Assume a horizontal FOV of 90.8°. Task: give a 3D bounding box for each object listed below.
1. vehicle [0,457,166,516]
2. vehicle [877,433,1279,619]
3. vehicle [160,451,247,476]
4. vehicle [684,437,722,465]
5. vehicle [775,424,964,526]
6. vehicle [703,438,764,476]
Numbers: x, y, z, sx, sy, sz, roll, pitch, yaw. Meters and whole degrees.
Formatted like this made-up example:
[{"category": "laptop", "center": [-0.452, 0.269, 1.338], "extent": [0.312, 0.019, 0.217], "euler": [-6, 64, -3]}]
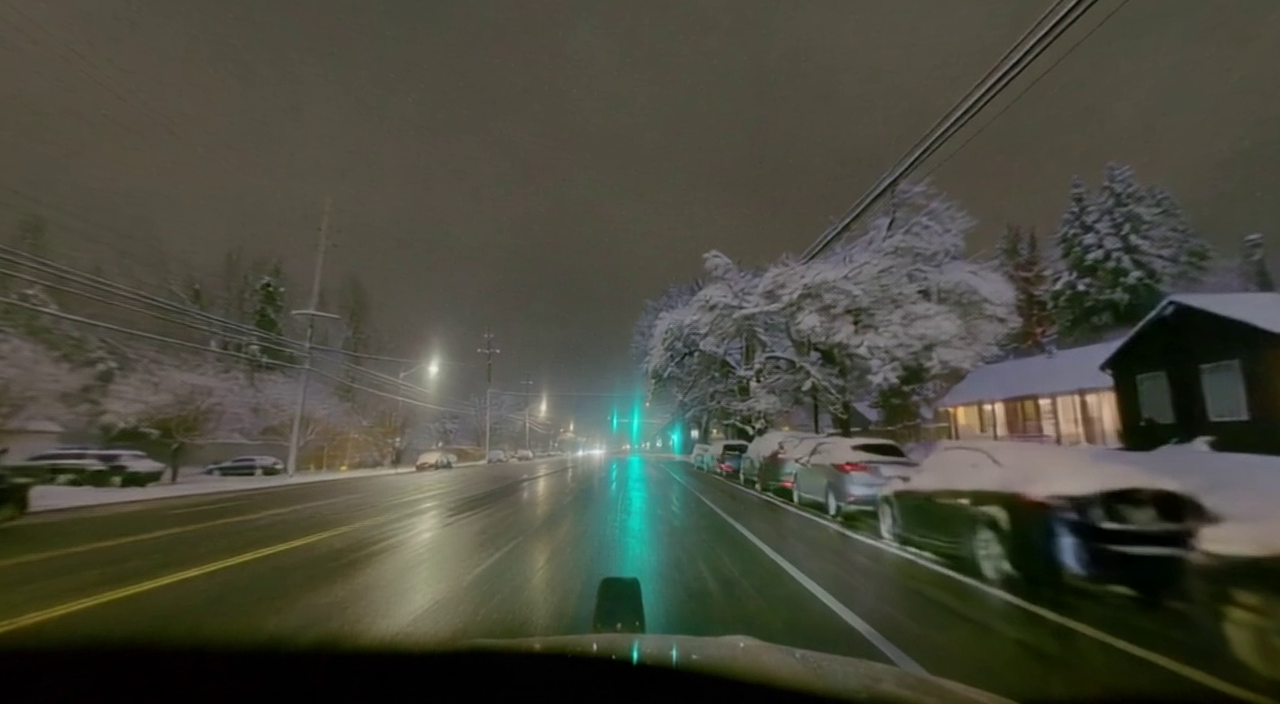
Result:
[{"category": "vehicle", "center": [-17.693, 4.189, 20.138], "extent": [1.871, 1.596, 4.114], "euler": [0, -9, 1]}, {"category": "vehicle", "center": [4.617, 1.741, 7.395], "extent": [1.888, 1.474, 4.532], "euler": [0, -9, 0]}, {"category": "vehicle", "center": [-28.803, 7.340, 41.764], "extent": [4.376, 1.482, 1.933], "euler": [-2, -9, 1]}, {"category": "vehicle", "center": [4.371, 7.011, 44.637], "extent": [2.078, 1.837, 5.088], "euler": [0, -9, -1]}, {"category": "vehicle", "center": [4.440, 2.467, 13.275], "extent": [2.077, 1.718, 4.885], "euler": [0, -9, -1]}, {"category": "vehicle", "center": [4.527, 5.184, 31.499], "extent": [2.154, 1.718, 4.980], "euler": [0, -9, -2]}]
